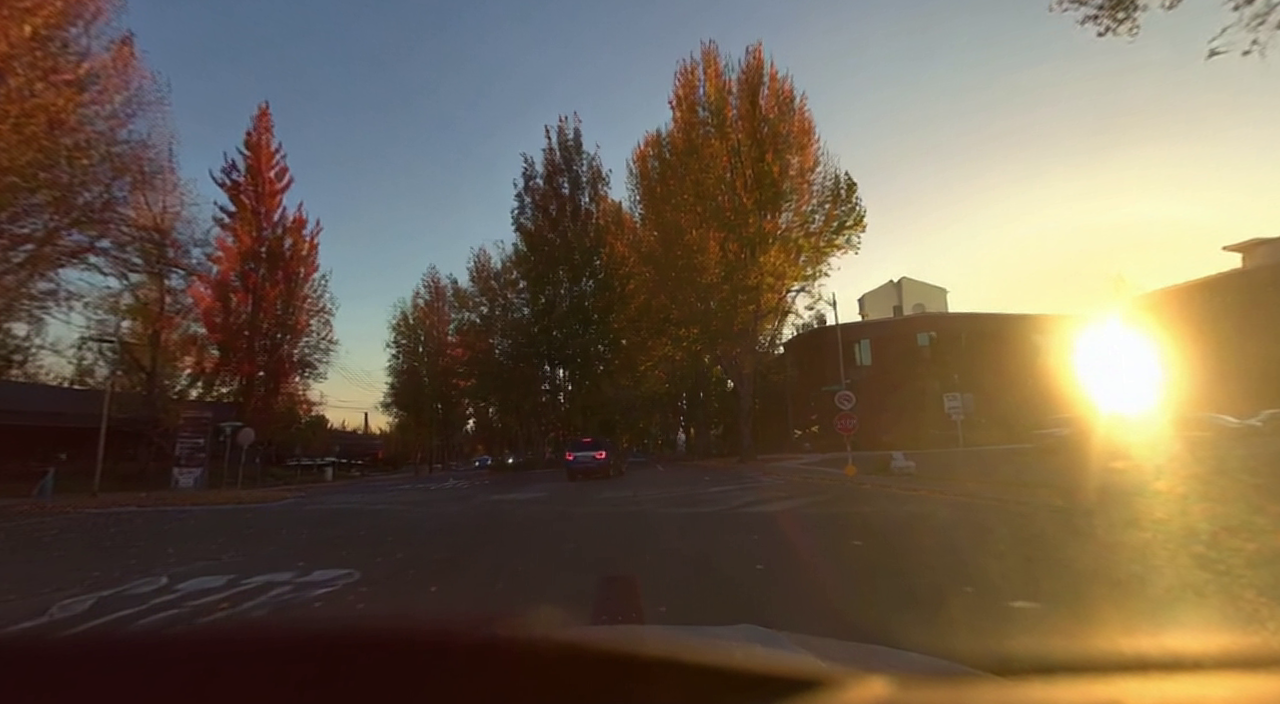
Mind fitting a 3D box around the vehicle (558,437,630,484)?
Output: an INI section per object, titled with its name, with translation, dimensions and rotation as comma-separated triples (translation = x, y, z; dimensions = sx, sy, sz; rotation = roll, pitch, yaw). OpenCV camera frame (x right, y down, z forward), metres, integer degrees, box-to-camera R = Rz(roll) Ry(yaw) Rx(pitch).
[vehicle]
translation = -2.051, 5.126, 30.107
dimensions = 2.284, 2.012, 5.607
rotation = -1, -9, 8
